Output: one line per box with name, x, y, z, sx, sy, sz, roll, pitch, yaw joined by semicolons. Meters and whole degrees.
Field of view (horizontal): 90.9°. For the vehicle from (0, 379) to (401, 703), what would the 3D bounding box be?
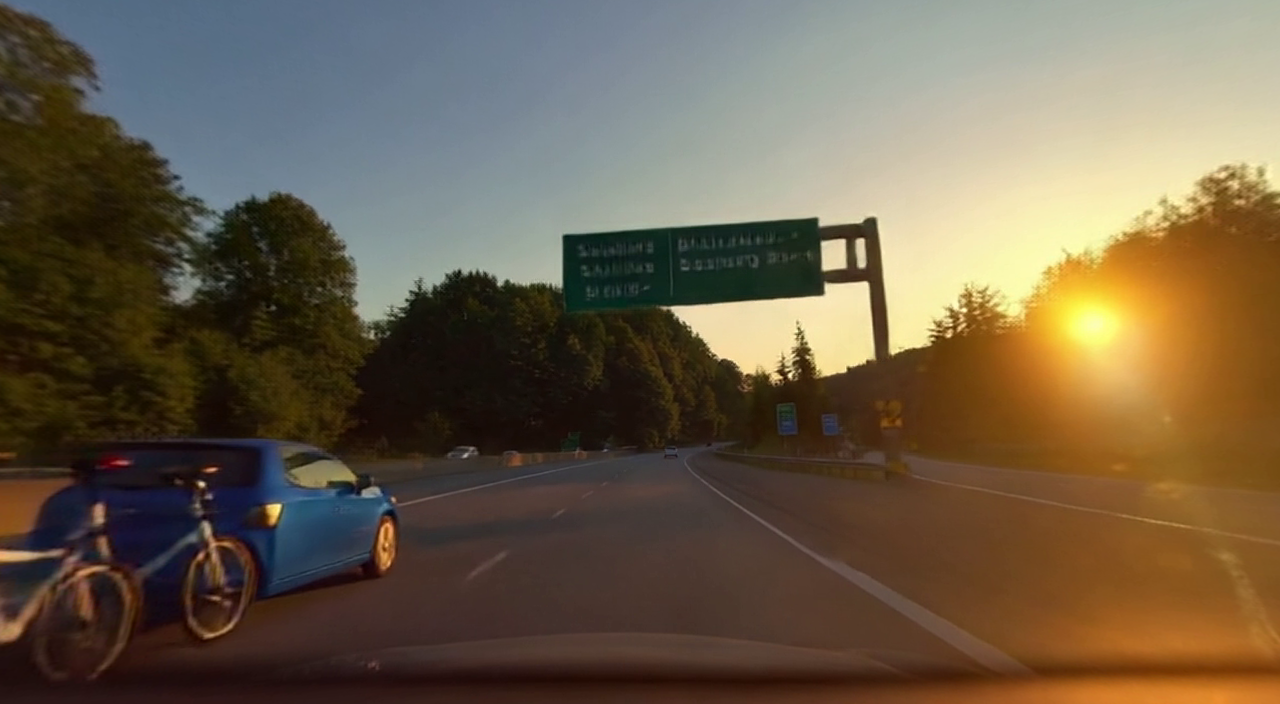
vehicle;-3.469;1.161;4.100;2.108;1.557;4.344;0;-9;0
